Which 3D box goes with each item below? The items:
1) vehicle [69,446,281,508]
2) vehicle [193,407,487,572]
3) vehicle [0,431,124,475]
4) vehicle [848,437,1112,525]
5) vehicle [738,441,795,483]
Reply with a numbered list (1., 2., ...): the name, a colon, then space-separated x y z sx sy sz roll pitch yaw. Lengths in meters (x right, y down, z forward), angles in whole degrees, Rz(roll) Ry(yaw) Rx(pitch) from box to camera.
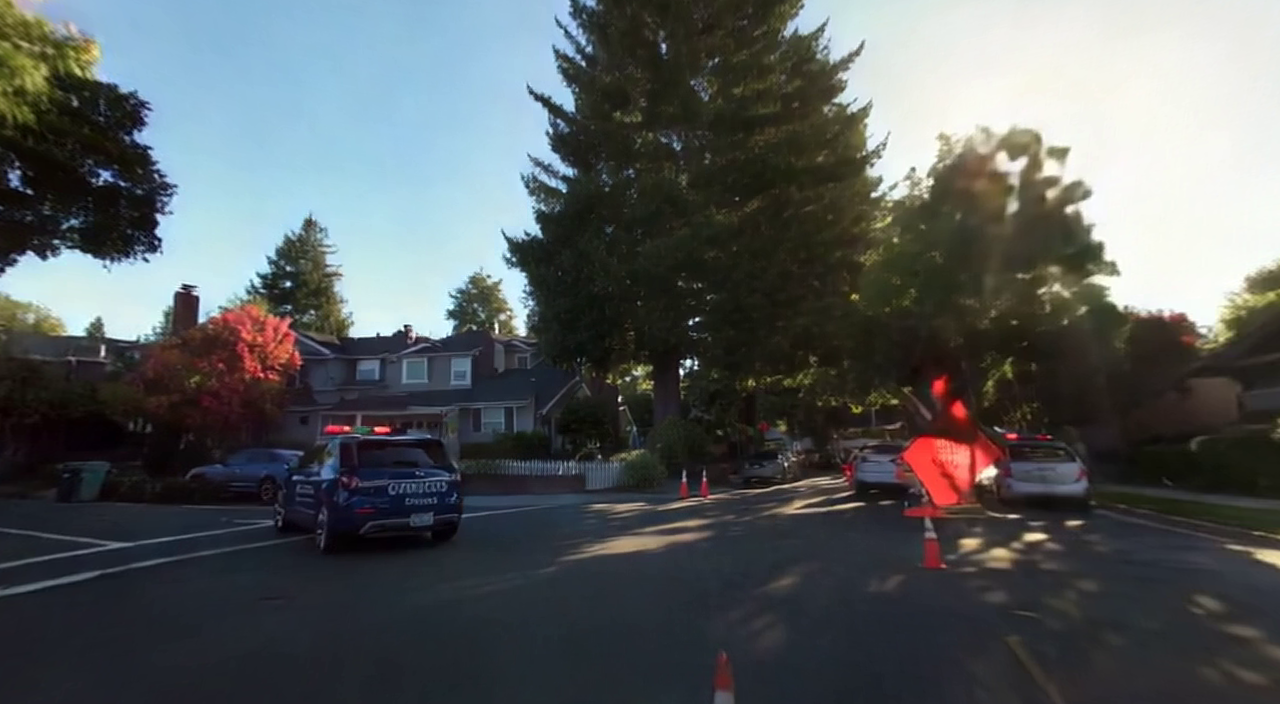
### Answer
1. vehicle: -12.807 3.377 17.466 5.022 1.497 1.996 -3 -9 17
2. vehicle: -4.399 1.807 9.070 4.094 1.748 2.350 -8 -11 42
3. vehicle: -27.169 4.699 29.618 1.908 1.898 4.120 -2 -9 14
4. vehicle: 7.172 2.651 13.551 4.656 1.577 2.099 1 -8 -13
5. vehicle: 5.875 4.996 28.935 2.014 1.742 4.297 -3 -9 18
